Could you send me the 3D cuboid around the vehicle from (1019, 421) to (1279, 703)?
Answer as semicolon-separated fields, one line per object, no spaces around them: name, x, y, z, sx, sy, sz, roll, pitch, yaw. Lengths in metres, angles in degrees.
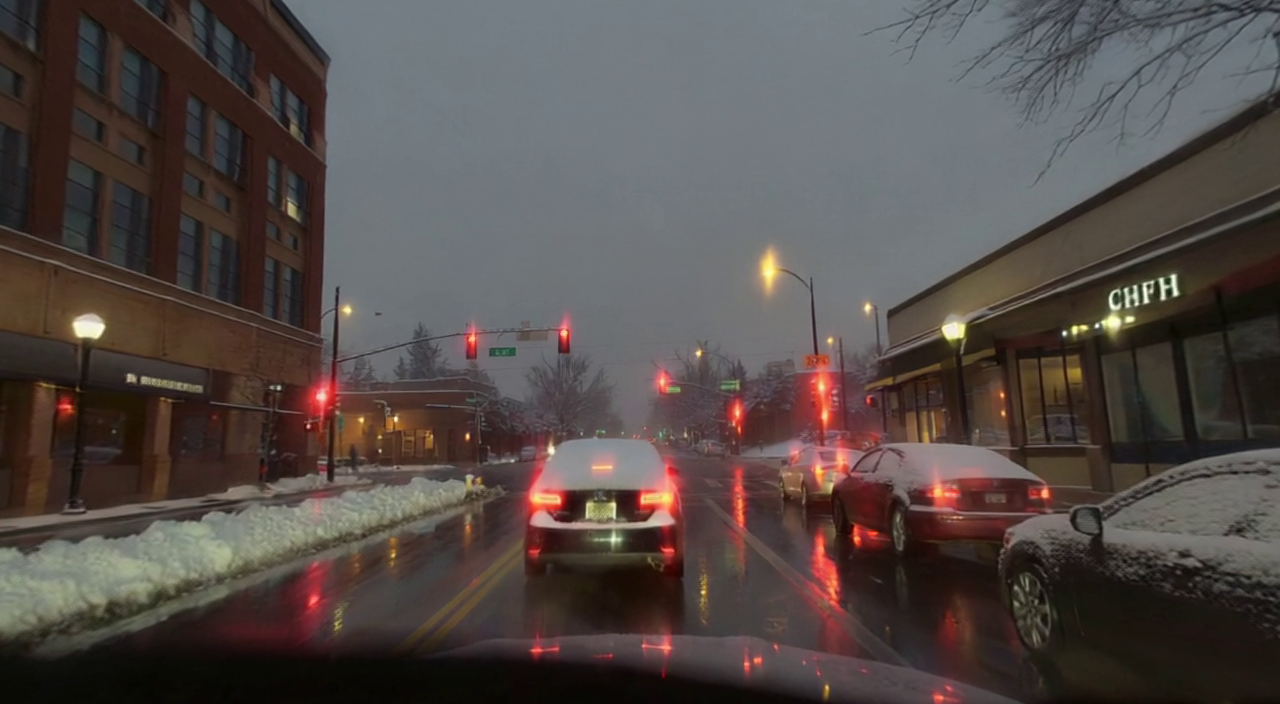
vehicle;3.178;0.827;1.107;2.006;1.496;4.767;0;-9;-1

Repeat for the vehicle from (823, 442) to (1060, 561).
vehicle;4.576;2.279;10.522;1.912;1.505;4.618;-1;-8;3

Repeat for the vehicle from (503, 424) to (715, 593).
vehicle;-0.310;1.678;7.565;1.888;1.489;3.703;0;-8;-1
